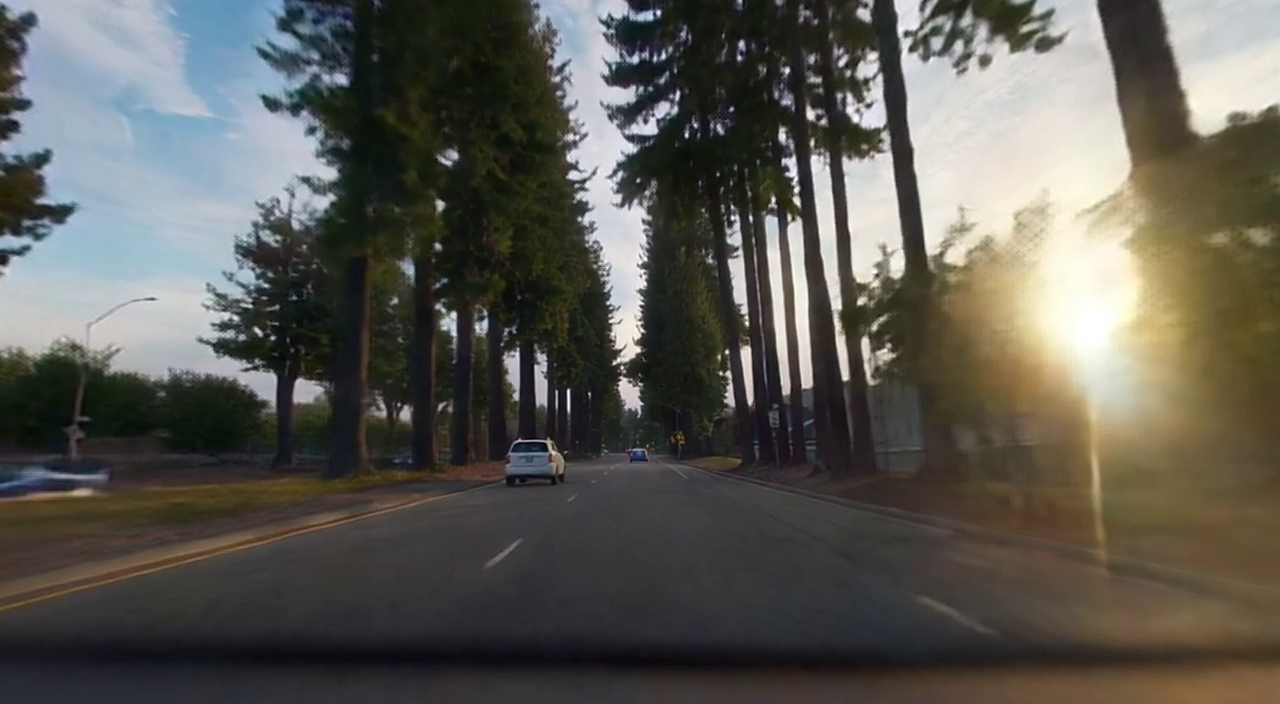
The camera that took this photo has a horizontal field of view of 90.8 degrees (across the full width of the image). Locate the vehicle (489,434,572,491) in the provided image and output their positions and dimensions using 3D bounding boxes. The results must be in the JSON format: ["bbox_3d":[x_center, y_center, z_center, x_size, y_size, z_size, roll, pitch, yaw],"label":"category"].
[{"bbox_3d":[-3.627,3.750,21.785,2.078,1.748,4.279,0,-8,1],"label":"vehicle"}]

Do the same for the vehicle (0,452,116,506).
[{"bbox_3d":[-20.931,4.298,21.850,1.875,1.602,4.317,0,-8,0],"label":"vehicle"}]
